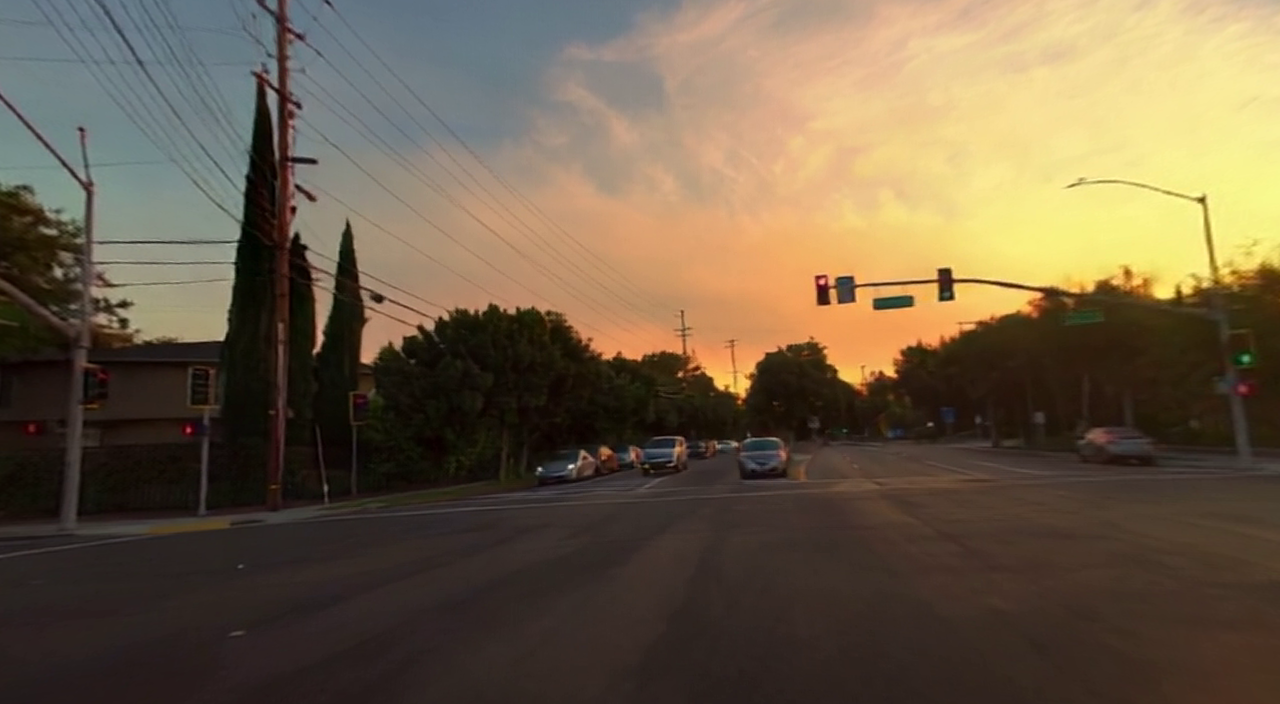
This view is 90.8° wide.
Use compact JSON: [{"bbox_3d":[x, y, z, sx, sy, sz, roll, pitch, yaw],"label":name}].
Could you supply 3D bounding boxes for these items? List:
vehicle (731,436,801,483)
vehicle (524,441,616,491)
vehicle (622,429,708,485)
[{"bbox_3d":[4.609,3.838,22.876,2.174,1.477,4.805,-2,-9,12],"label":"vehicle"},{"bbox_3d":[-2.695,4.573,25.740,2.241,1.819,4.690,-2,-9,13],"label":"vehicle"},{"bbox_3d":[1.147,4.202,25.604,2.479,1.977,5.254,-2,-9,13],"label":"vehicle"}]
